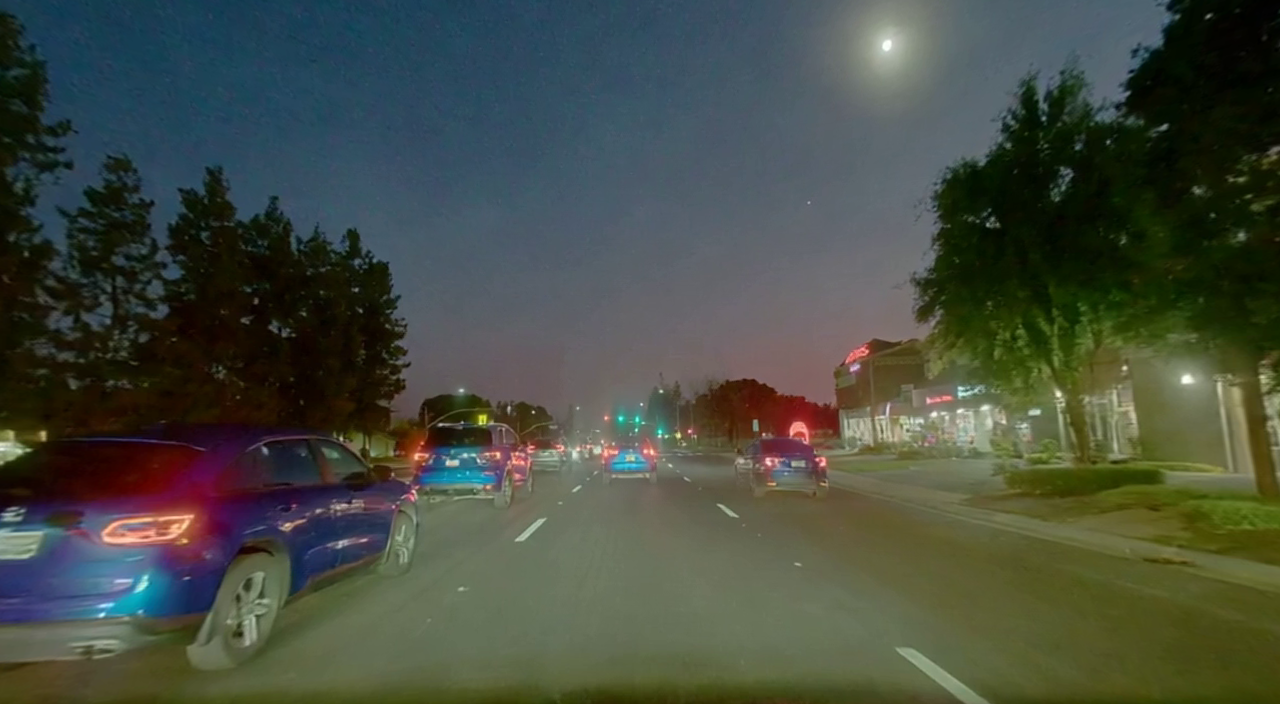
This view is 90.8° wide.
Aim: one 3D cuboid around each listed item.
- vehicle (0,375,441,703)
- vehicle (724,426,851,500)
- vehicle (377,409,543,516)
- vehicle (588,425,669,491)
[{"bbox_3d":[-3.138,1.183,4.412,2.074,1.566,4.392,0,-8,0],"label":"vehicle"},{"bbox_3d":[3.707,2.889,16.887,2.188,1.685,4.604,0,-8,-1],"label":"vehicle"},{"bbox_3d":[-3.651,2.375,13.996,2.304,1.928,4.833,0,-8,-1],"label":"vehicle"},{"bbox_3d":[-0.329,3.051,18.430,2.112,1.693,4.058,0,-8,-1],"label":"vehicle"}]
